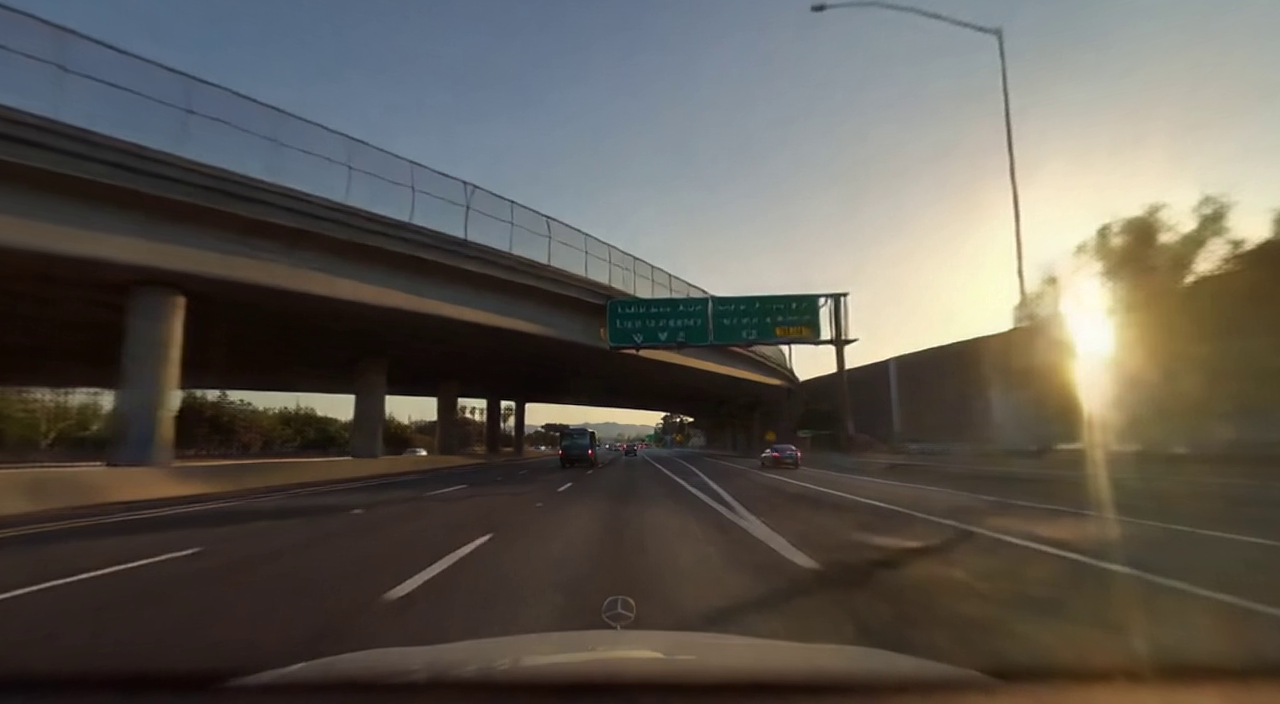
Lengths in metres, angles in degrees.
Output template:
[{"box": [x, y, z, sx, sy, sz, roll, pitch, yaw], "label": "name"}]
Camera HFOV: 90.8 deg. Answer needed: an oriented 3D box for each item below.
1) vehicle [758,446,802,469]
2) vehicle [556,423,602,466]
[{"box": [9.412, 7.106, 42.829, 2.035, 1.491, 4.246, 0, -9, 1], "label": "vehicle"}, {"box": [-4.404, 6.865, 46.833, 2.881, 2.937, 7.045, 0, -9, -2], "label": "vehicle"}]
